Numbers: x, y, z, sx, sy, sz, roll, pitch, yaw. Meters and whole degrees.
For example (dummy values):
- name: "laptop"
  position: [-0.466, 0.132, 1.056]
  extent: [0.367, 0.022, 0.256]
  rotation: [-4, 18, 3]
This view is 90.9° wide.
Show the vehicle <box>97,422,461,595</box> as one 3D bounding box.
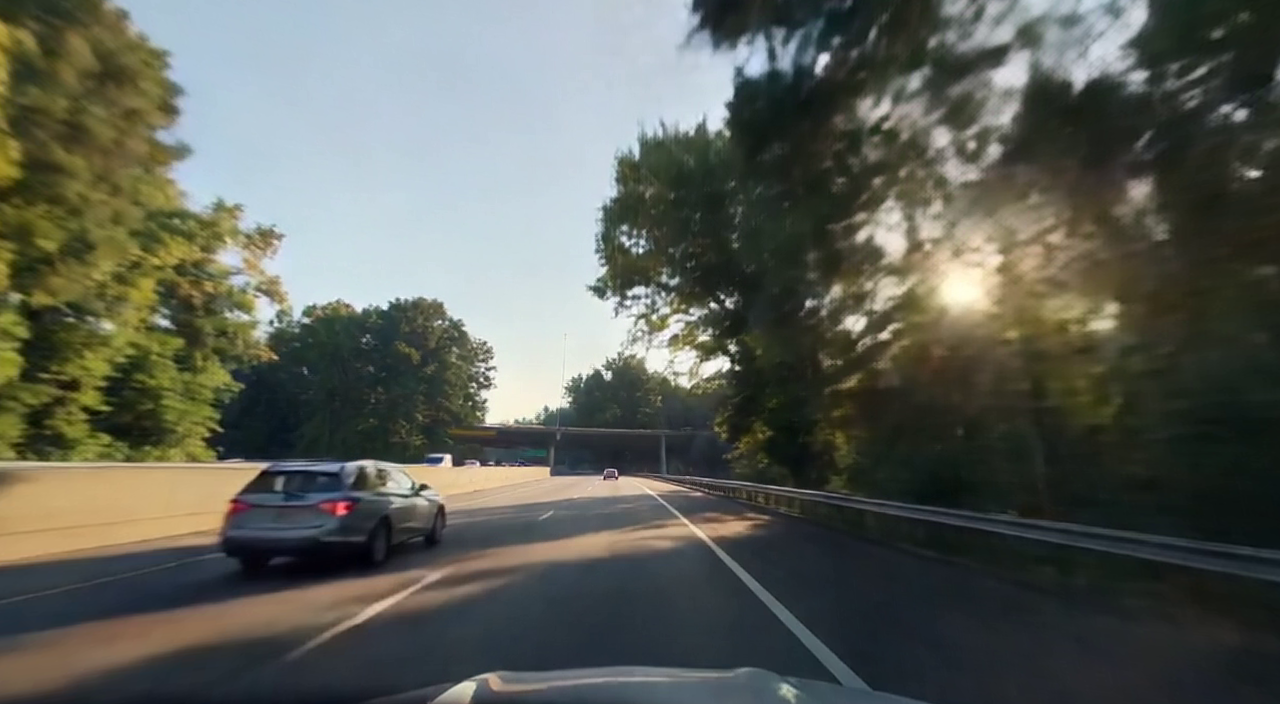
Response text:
- name: "vehicle"
  position: [-4.484, 2.107, 9.157]
  extent: [2.286, 1.757, 5.057]
  rotation: [1, -11, -1]
